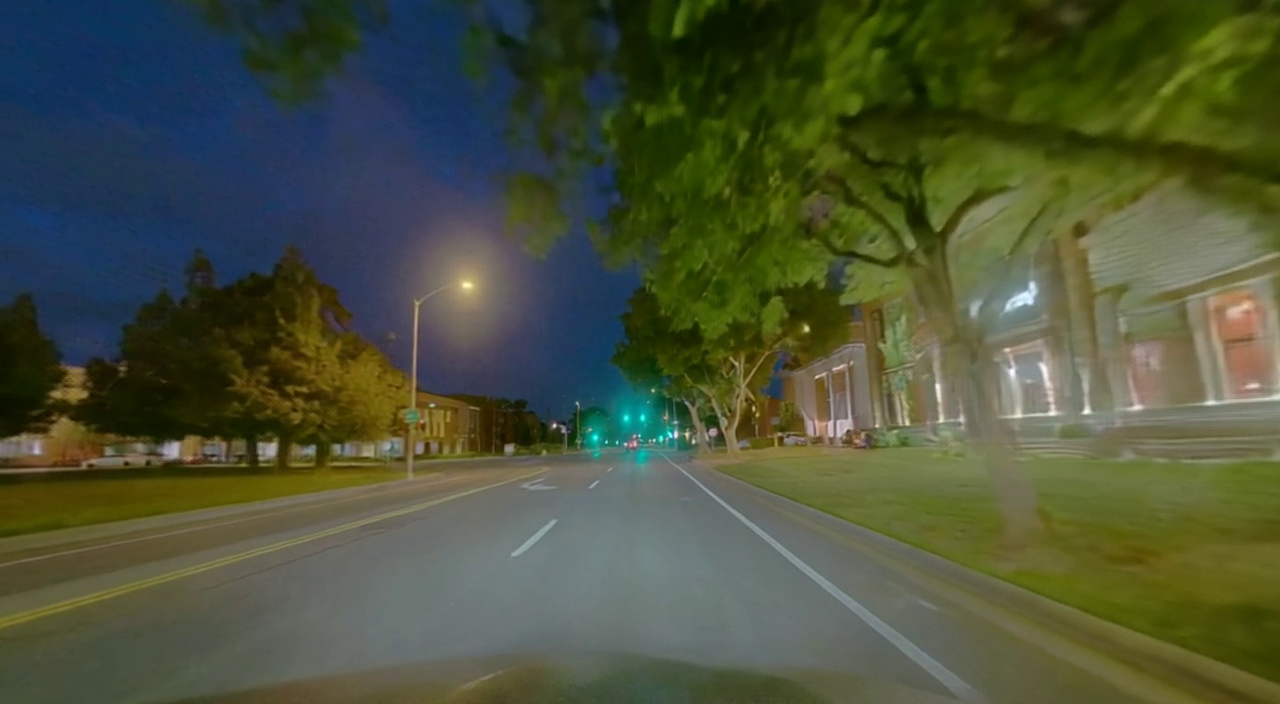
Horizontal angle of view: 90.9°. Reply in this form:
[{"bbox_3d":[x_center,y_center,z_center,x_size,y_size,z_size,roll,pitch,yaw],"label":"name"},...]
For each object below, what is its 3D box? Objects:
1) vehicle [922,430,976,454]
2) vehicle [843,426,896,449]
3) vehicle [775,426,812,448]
[{"bbox_3d":[20.809,6.068,42.537,1.766,1.560,3.695,0,-8,0],"label":"vehicle"},{"bbox_3d":[15.425,5.808,42.638,1.866,1.420,4.447,0,-8,0],"label":"vehicle"},{"bbox_3d":[12.006,6.687,49.585,2.036,1.636,4.995,0,-8,5],"label":"vehicle"}]
